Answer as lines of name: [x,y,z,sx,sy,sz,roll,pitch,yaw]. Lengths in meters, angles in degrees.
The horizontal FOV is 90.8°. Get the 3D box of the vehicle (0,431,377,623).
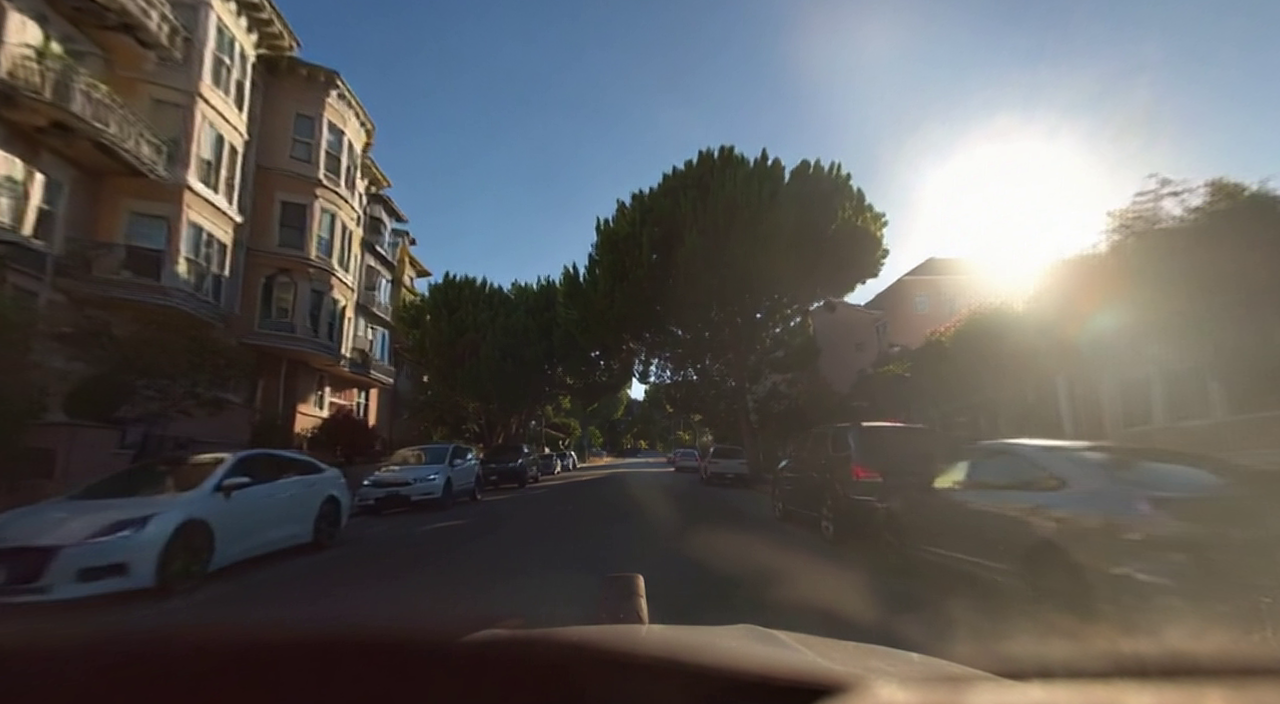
vehicle: [-5.649,1.937,8.249,2.256,1.590,5.488,-2,-8,-2]

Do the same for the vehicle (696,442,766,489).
vehicle: [3.803,4.843,27.412,2.137,1.848,4.953,0,-8,-2]

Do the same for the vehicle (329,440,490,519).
vehicle: [-6.046,3.373,17.526,2.431,1.718,5.431,-3,-8,0]

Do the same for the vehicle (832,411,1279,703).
vehicle: [3.553,1.497,5.793,1.988,1.652,5.017,0,-8,0]

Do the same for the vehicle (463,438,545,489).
vehicle: [-5.908,4.898,28.192,2.499,2.008,5.293,0,-8,0]
